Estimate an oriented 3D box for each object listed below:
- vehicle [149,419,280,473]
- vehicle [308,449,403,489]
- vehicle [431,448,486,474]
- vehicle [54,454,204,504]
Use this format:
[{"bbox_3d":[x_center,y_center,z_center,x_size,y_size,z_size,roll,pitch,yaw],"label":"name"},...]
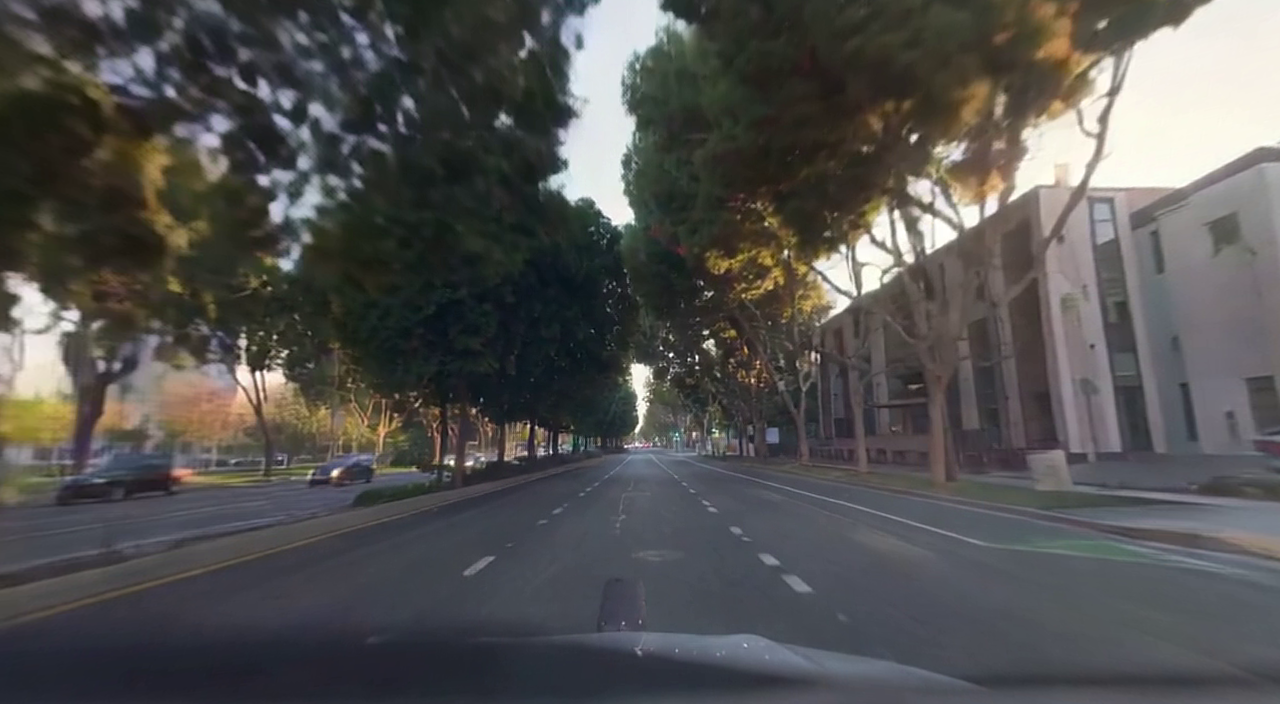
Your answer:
[{"bbox_3d":[-30.574,6.836,45.760,2.818,3.500,8.930,0,-9,3],"label":"vehicle"},{"bbox_3d":[-11.557,4.738,25.881,1.712,1.459,4.614,0,-9,1],"label":"vehicle"},{"bbox_3d":[-11.255,6.748,39.174,2.058,1.453,4.580,0,-9,0],"label":"vehicle"},{"bbox_3d":[-18.083,4.474,22.532,1.816,1.527,4.226,0,-9,0],"label":"vehicle"}]
